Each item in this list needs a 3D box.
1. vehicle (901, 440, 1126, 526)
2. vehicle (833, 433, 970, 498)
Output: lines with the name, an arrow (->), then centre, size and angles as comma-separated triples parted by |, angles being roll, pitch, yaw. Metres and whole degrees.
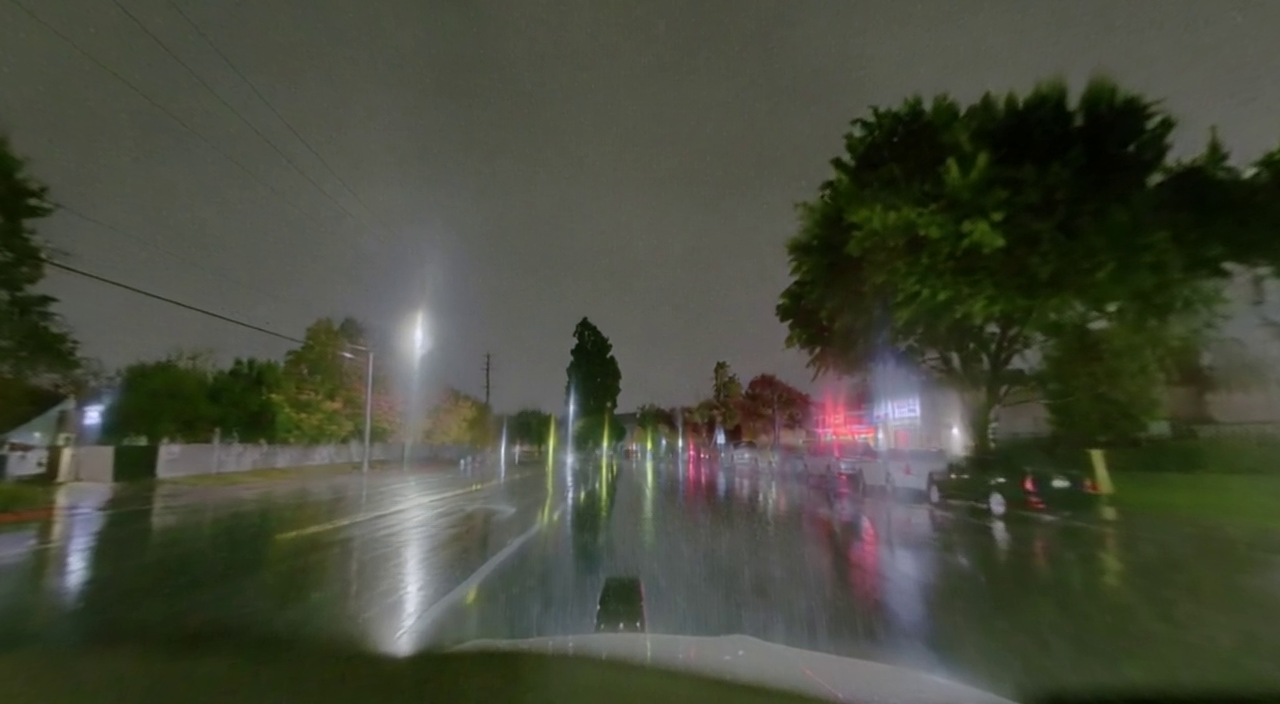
vehicle -> 7.429, 2.620, 13.229 | 2.057, 1.478, 4.356 | 0, -9, 1
vehicle -> 7.519, 3.308, 18.735 | 2.205, 1.658, 4.404 | 0, -9, 1
